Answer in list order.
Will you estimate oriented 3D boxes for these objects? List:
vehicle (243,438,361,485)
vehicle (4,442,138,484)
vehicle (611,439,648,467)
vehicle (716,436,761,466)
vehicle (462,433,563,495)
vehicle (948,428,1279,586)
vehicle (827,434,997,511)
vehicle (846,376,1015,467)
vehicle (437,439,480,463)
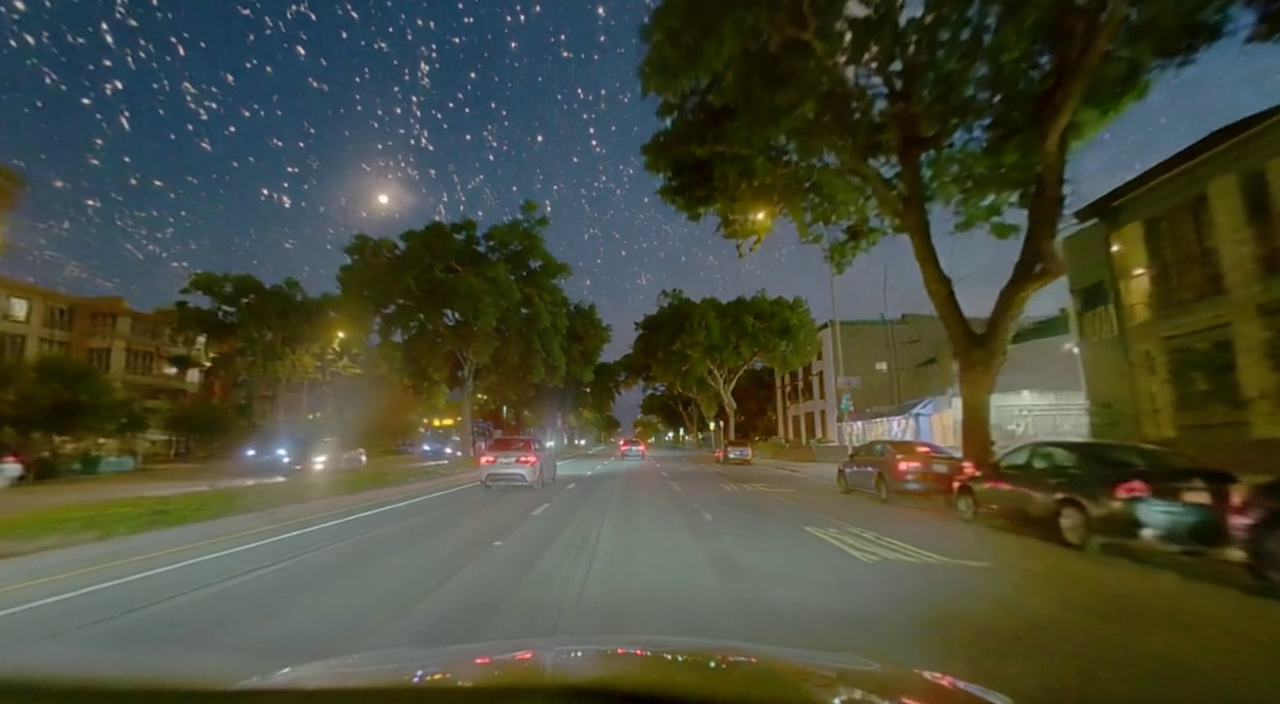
[{"bbox_3d":[-11.692,3.790,22.260,1.804,1.462,4.392,0,-8,-2],"label":"vehicle"},{"bbox_3d":[-21.958,4.268,24.601,1.671,1.474,3.726,0,-8,0],"label":"vehicle"},{"bbox_3d":[-0.554,5.855,36.782,1.999,1.520,3.896,0,-8,1],"label":"vehicle"},{"bbox_3d":[6.451,6.560,42.061,2.206,1.803,5.753,0,-8,1],"label":"vehicle"},{"bbox_3d":[-3.446,3.114,17.981,1.934,1.522,4.287,0,-8,1],"label":"vehicle"},{"bbox_3d":[6.561,1.930,8.853,2.077,1.596,4.625,0,-8,-1],"label":"vehicle"},{"bbox_3d":[6.320,2.827,15.342,2.130,1.584,4.181,0,-8,-2],"label":"vehicle"},{"bbox_3d":[17.784,4.705,41.156,3.225,4.571,16.558,-2,-8,0],"label":"vehicle"},{"bbox_3d":[-12.077,6.609,42.223,1.797,1.532,3.869,0,-8,-1],"label":"vehicle"}]
